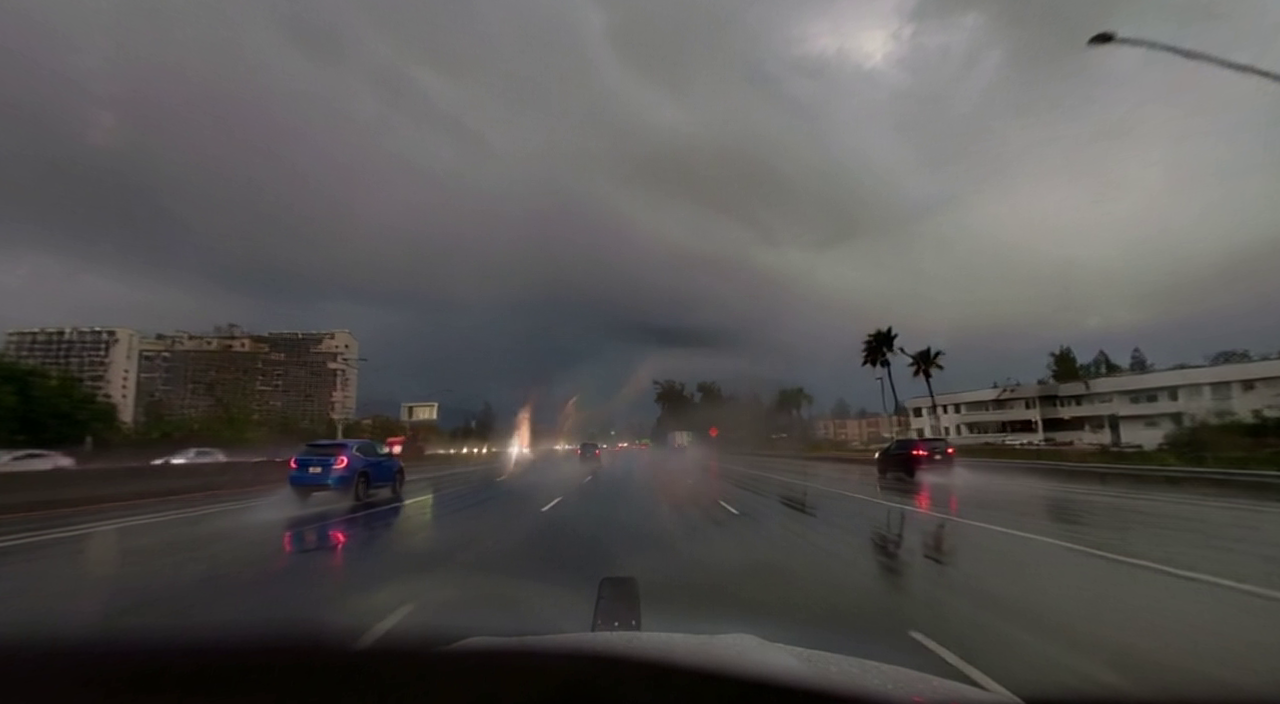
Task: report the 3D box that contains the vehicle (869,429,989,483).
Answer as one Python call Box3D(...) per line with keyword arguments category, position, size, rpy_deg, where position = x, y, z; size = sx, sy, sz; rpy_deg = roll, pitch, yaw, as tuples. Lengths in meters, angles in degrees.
Box3D(category="vehicle", position=(10.586, 3.851, 23.589), size=(2.168, 1.792, 4.457), rpy_deg=(0, -9, -3))

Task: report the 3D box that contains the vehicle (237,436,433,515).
Box3D(category="vehicle", position=(-6.659, 2.752, 14.609), size=(2.018, 1.480, 4.999), rpy_deg=(0, -9, 0))

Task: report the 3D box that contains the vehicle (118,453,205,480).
Box3D(category="vehicle", position=(-27.988, 6.691, 37.124), size=(1.778, 1.432, 4.199), rpy_deg=(0, -9, 0))
